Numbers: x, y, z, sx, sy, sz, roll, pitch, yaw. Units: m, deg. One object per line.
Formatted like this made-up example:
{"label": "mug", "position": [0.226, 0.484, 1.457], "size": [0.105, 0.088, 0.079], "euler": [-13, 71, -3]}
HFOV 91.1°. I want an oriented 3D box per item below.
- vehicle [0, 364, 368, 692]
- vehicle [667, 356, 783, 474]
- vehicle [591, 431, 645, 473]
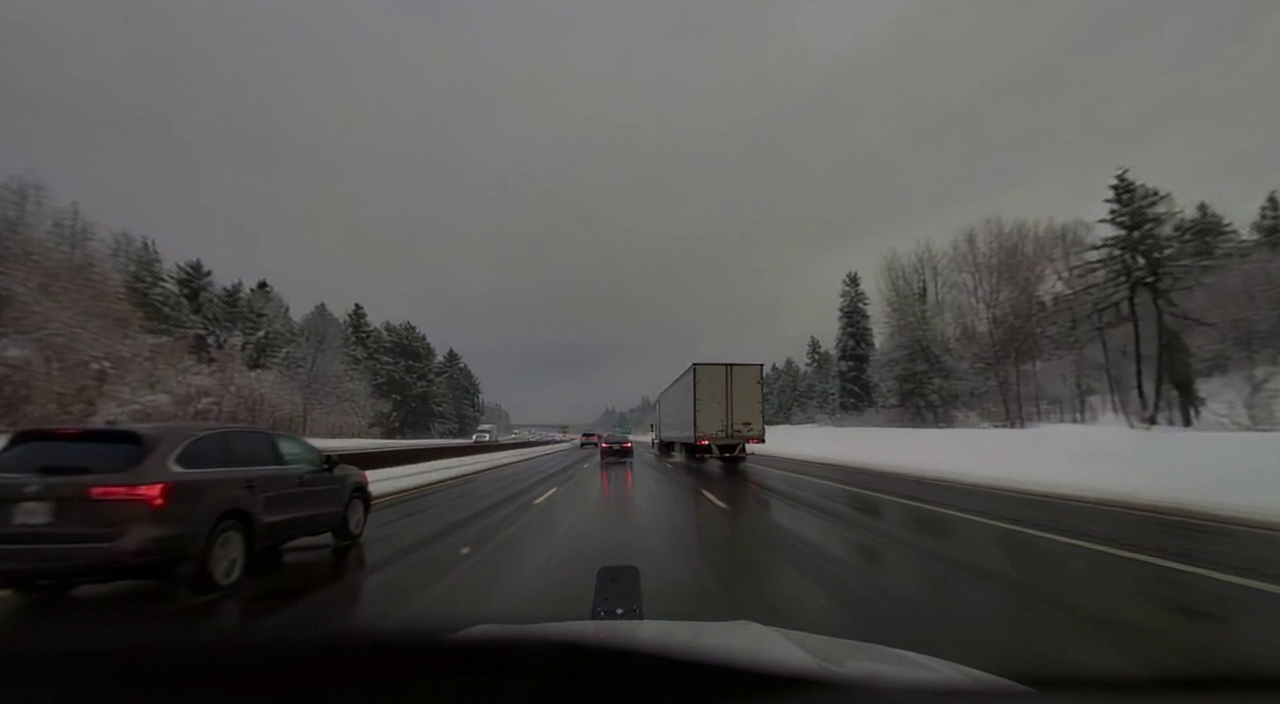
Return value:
{"label": "vehicle", "position": [-4.497, 1.222, 5.365], "size": [2.264, 1.699, 4.648], "euler": [0, -8, 0]}
{"label": "vehicle", "position": [3.279, 3.189, 29.278], "size": [2.946, 4.111, 14.652], "euler": [0, -8, -2]}
{"label": "vehicle", "position": [-0.868, 4.059, 25.668], "size": [2.048, 1.563, 4.087], "euler": [0, -8, -1]}
